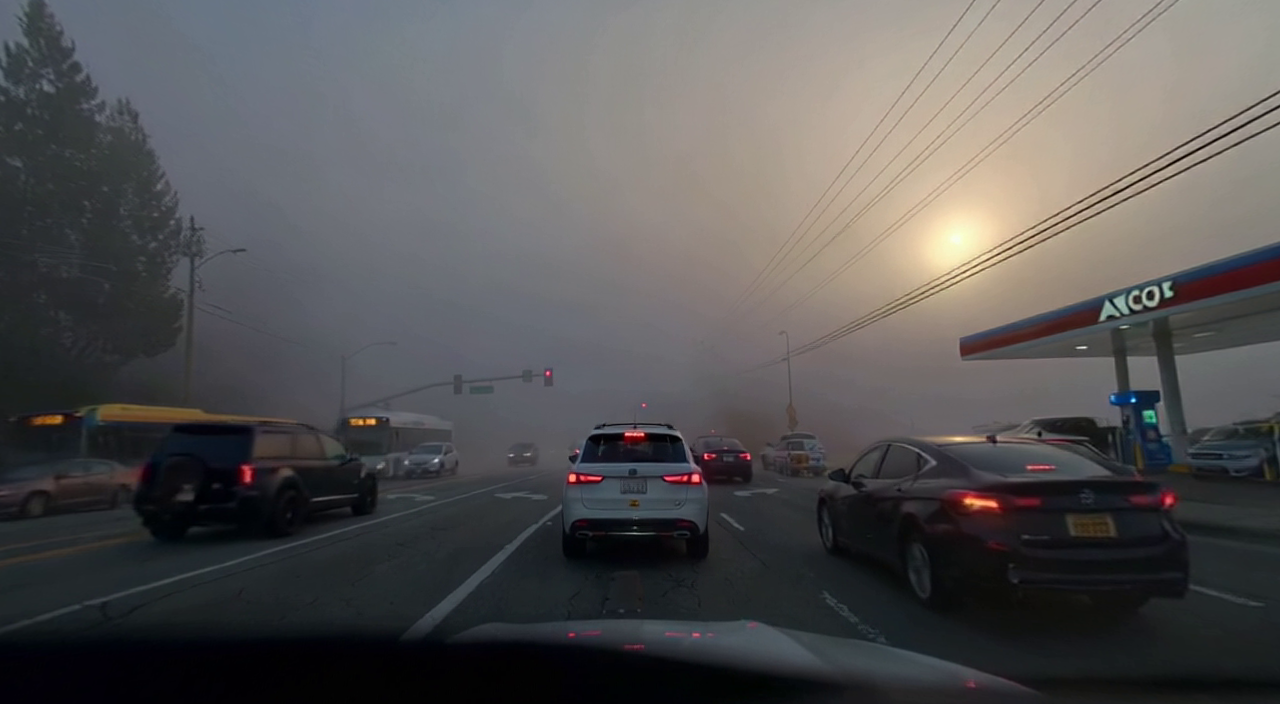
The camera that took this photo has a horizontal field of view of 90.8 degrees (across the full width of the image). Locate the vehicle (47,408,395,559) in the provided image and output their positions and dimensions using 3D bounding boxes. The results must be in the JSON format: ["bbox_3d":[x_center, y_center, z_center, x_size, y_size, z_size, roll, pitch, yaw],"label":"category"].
[{"bbox_3d":[-5.994,1.946,10.119,2.190,1.795,4.993,0,-9,-1],"label":"vehicle"}]

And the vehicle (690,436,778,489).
[{"bbox_3d":[2.862,3.501,20.353,2.040,1.481,4.407,0,-9,-2],"label":"vehicle"}]

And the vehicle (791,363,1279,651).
[{"bbox_3d":[3.064,1.284,6.195,2.049,1.813,4.245,0,-9,-1],"label":"vehicle"}]

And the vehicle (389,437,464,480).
[{"bbox_3d":[-10.395,5.174,31.082,2.163,1.812,4.686,-3,-8,-1],"label":"vehicle"}]

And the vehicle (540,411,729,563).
[{"bbox_3d":[-0.107,1.803,9.112,2.087,1.677,4.053,0,-9,-1],"label":"vehicle"}]
